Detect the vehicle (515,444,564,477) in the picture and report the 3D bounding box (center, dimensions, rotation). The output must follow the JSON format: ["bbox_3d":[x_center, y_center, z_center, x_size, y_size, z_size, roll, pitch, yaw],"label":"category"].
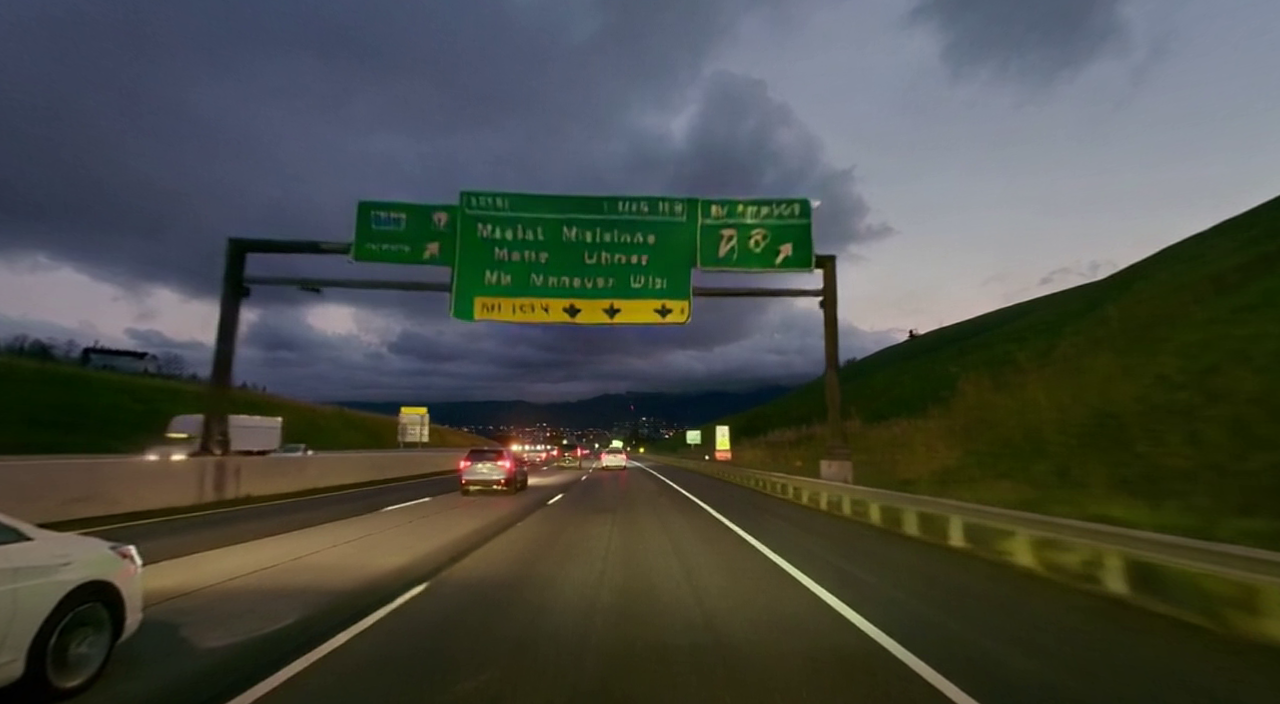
[{"bbox_3d":[-5.319,5.824,34.025,2.118,1.624,4.032,0,-9,-2],"label":"vehicle"}]

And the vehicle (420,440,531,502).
[{"bbox_3d":[-4.723,3.475,18.855,2.208,1.619,4.162,0,-9,-1],"label":"vehicle"}]

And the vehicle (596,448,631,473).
[{"bbox_3d":[-1.705,6.689,39.142,1.988,1.440,4.201,0,-9,-4],"label":"vehicle"}]

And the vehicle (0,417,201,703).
[{"bbox_3d":[-3.737,0.921,1.966,1.892,1.492,3.940,0,-9,0],"label":"vehicle"}]

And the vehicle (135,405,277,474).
[{"bbox_3d":[-24.341,5.055,36.050,2.694,3.452,7.760,0,-9,-2],"label":"vehicle"}]
